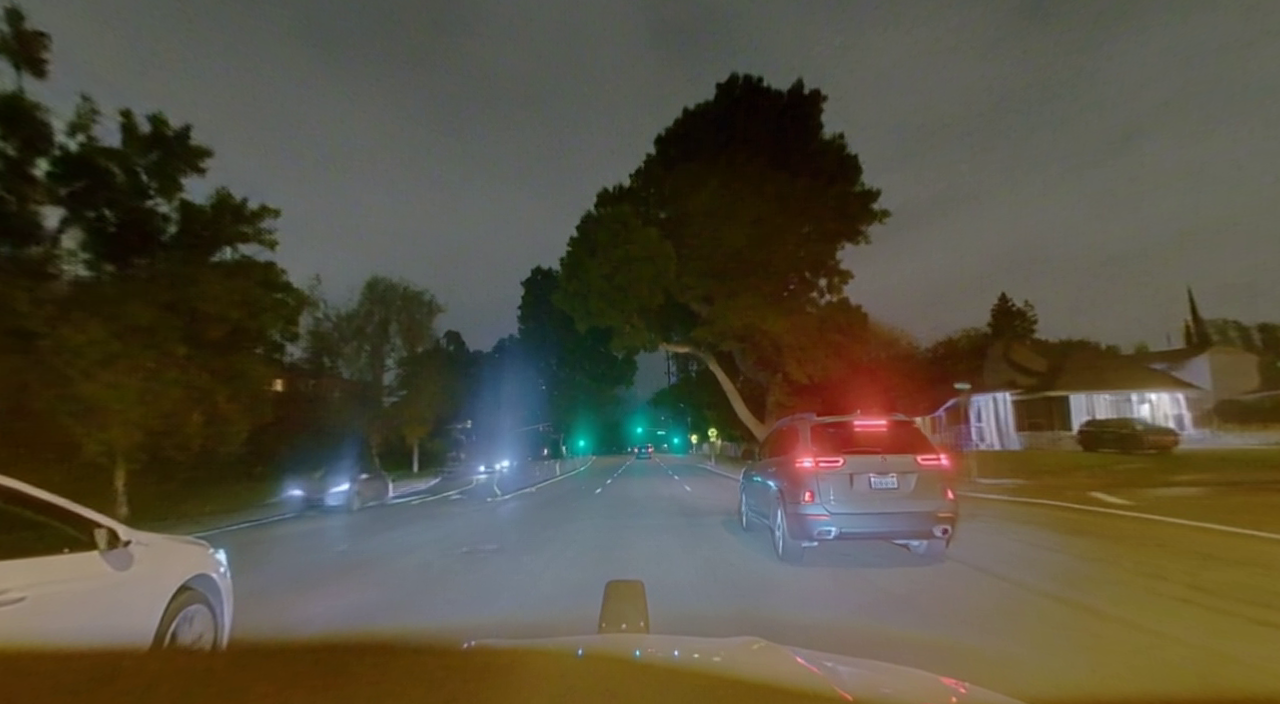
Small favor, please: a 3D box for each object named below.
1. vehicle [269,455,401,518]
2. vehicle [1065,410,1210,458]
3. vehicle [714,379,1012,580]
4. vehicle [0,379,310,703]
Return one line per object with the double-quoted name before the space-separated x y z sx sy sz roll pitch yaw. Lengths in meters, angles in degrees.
"vehicle" -9.507 4.184 20.091 2.058 1.718 4.232 0 -9 0
"vehicle" 19.741 3.358 25.366 1.984 1.740 4.601 0 -9 -1
"vehicle" 2.643 1.740 9.408 2.338 2.063 5.592 0 -9 0
"vehicle" -3.323 0.906 2.026 2.058 1.659 4.514 0 -9 0
